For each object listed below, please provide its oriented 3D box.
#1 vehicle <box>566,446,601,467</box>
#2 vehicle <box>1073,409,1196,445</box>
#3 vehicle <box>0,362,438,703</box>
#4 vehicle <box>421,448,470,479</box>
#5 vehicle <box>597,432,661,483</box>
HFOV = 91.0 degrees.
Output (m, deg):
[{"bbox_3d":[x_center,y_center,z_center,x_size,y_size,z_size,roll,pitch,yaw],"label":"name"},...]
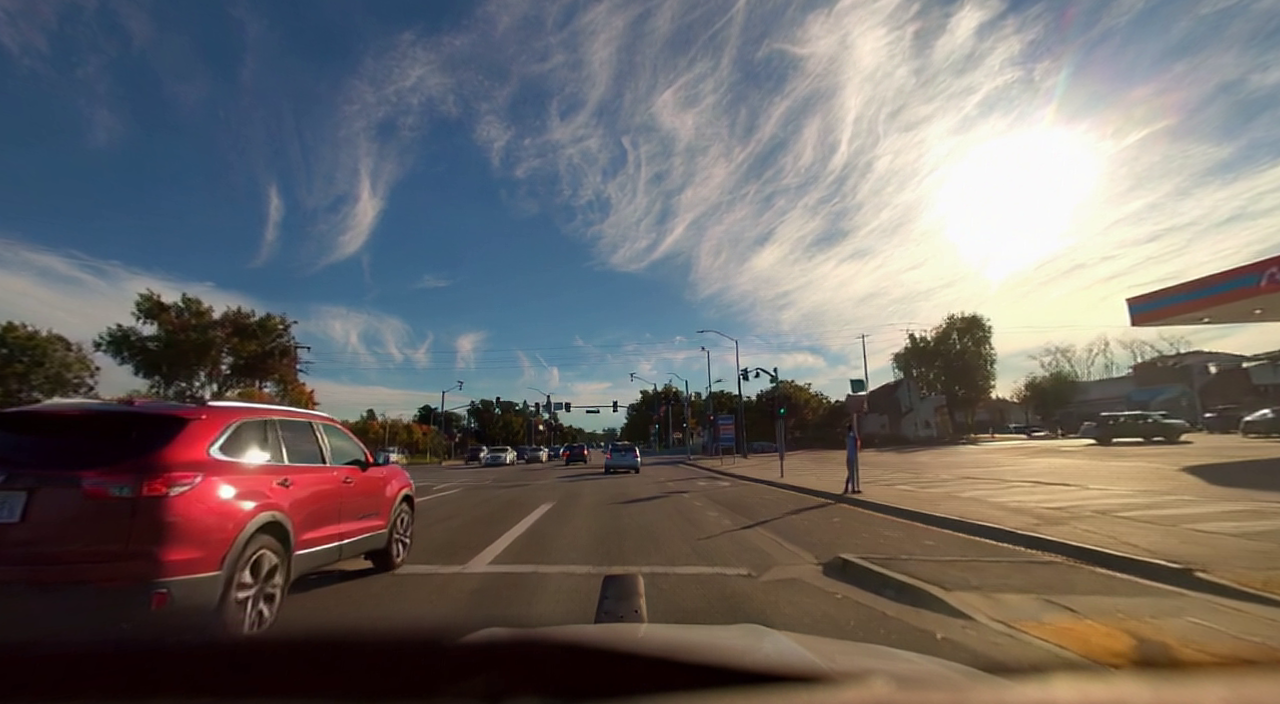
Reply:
[{"bbox_3d":[-4.273,7.952,48.169,2.192,1.458,4.594,0,-8,0],"label":"vehicle"},{"bbox_3d":[27.619,4.225,35.290,5.102,1.893,2.120,0,-9,-2],"label":"vehicle"},{"bbox_3d":[-3.495,1.265,5.042,2.247,1.734,4.919,0,-8,-2],"label":"vehicle"},{"bbox_3d":[-11.816,6.763,38.450,1.943,1.643,4.167,-2,-8,-4],"label":"vehicle"},{"bbox_3d":[-0.534,4.633,27.899,2.552,1.999,5.498,0,-8,-2],"label":"vehicle"}]
